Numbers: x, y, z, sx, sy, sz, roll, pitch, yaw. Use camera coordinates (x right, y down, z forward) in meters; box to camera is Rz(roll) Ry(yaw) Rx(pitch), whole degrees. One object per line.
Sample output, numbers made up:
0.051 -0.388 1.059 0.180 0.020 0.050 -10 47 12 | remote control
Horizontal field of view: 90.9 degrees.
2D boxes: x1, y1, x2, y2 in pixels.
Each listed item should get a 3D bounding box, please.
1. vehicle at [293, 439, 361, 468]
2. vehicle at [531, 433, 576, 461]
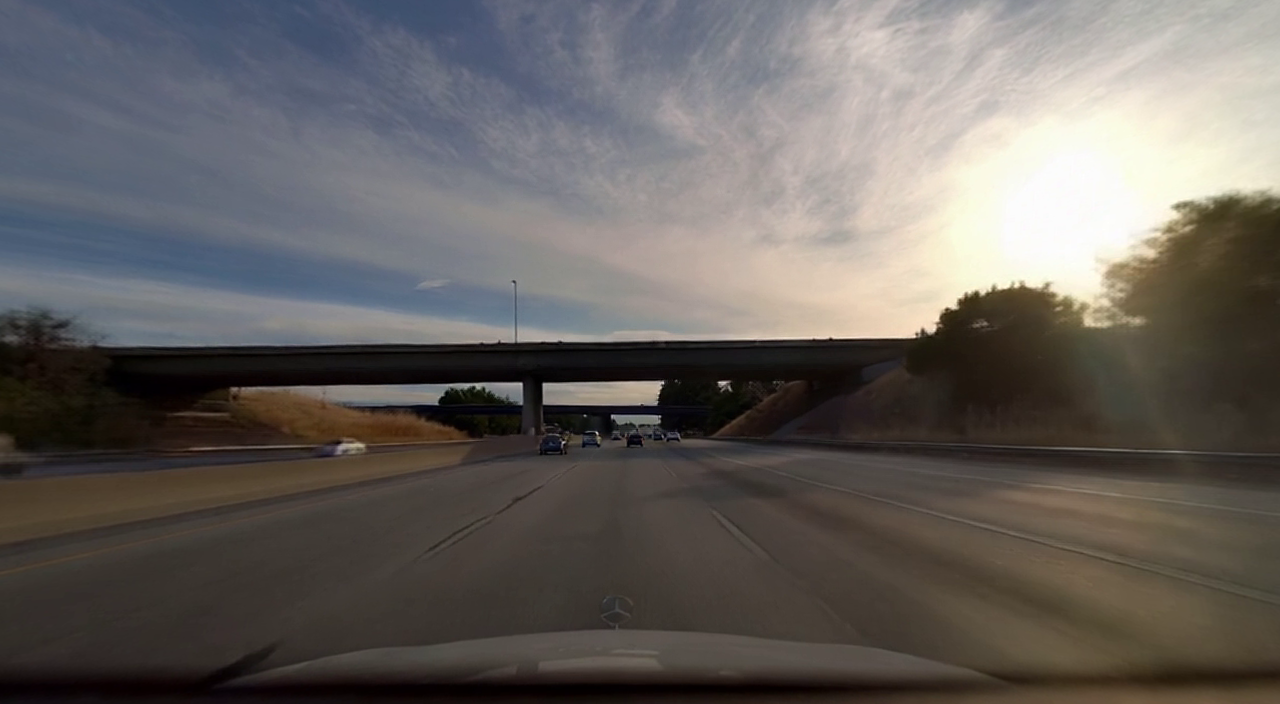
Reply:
-17.682 5.727 35.849 1.741 1.522 4.178 0 -8 0 | vehicle
-4.808 5.338 35.485 1.933 1.473 4.023 0 -8 0 | vehicle
